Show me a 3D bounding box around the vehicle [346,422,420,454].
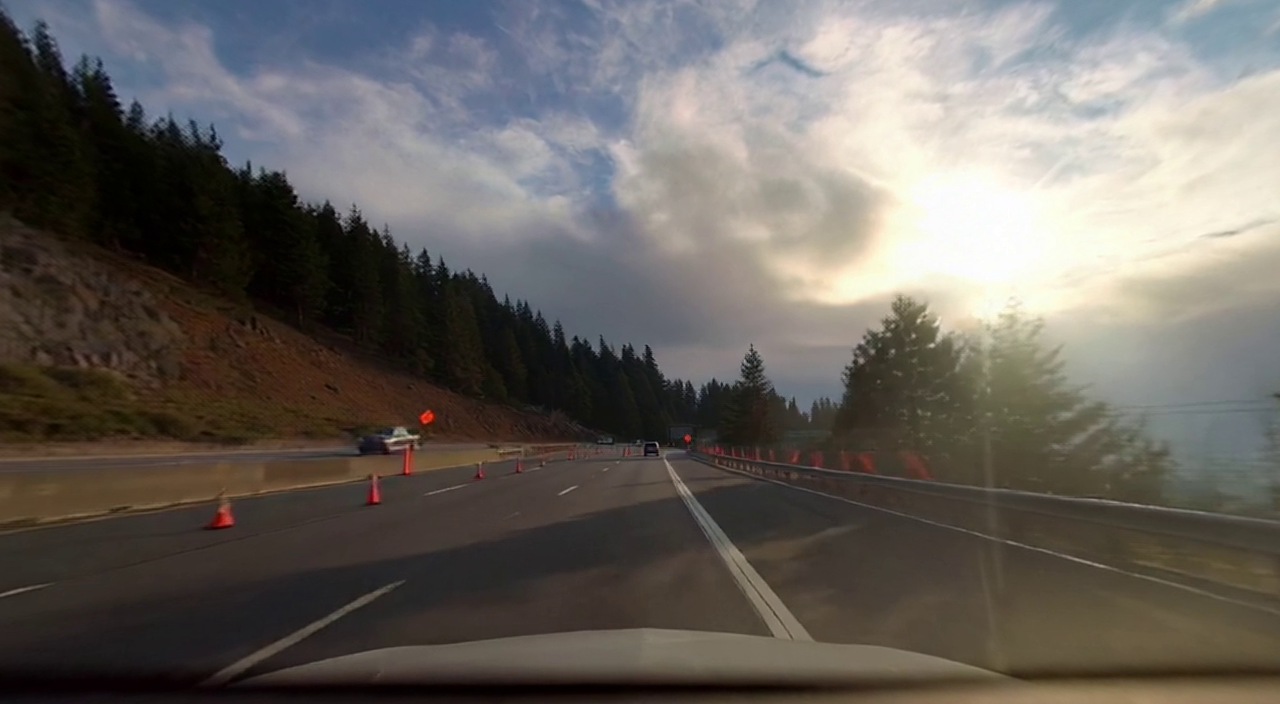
[{"bbox_3d":[-17.149,5.847,42.529,2.266,1.970,5.815,-1,-9,3],"label":"vehicle"}]
